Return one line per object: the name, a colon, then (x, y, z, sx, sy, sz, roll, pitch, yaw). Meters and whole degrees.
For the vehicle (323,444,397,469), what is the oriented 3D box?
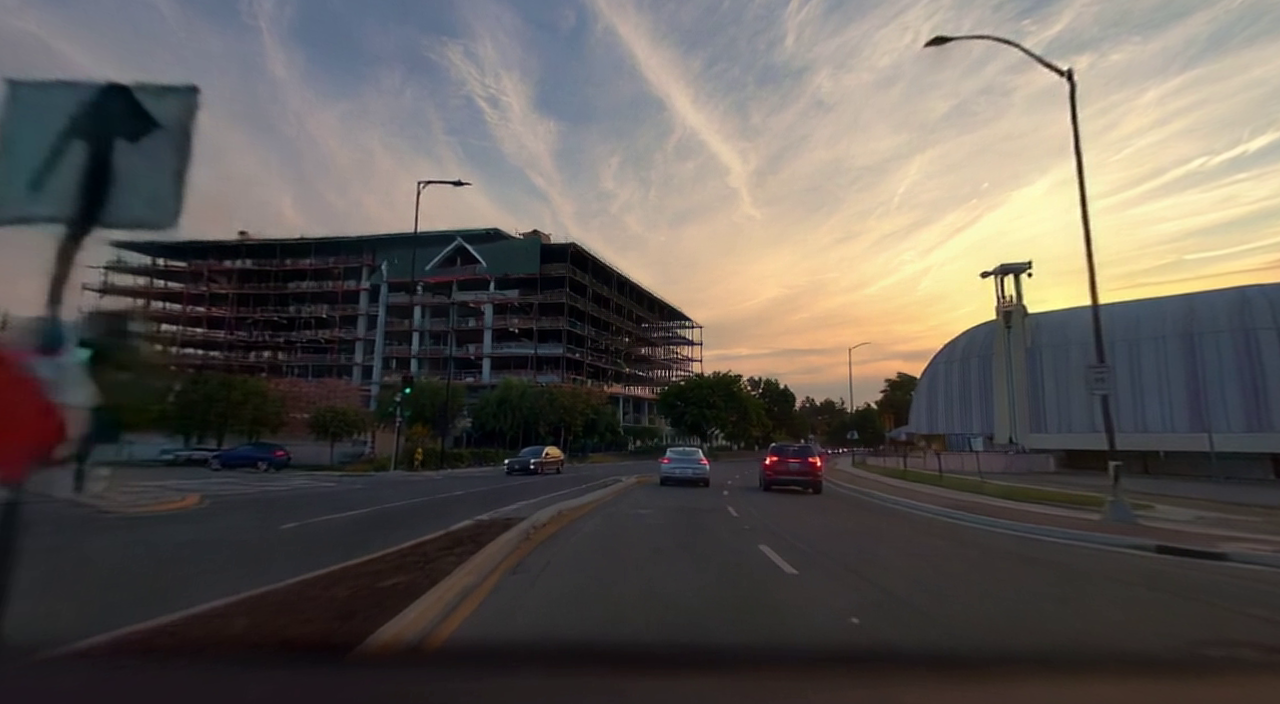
vehicle: (-20.870, 7.808, 47.017, 4.648, 1.697, 1.979, -3, -10, 13)

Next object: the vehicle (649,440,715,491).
vehicle: (1.612, 4.057, 22.754, 2.132, 1.632, 3.889, -2, -9, 7)

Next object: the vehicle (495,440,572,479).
vehicle: (-5.292, 5.446, 32.177, 2.254, 1.789, 4.736, -2, -9, 12)

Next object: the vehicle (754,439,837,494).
vehicle: (5.472, 4.091, 22.913, 2.320, 1.772, 4.872, -1, -9, 7)

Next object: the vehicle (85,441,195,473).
vehicle: (-29.875, 6.274, 37.823, 1.951, 1.743, 4.619, -6, -10, 29)

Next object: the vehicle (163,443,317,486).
vehicle: (-14.794, 4.179, 23.534, 4.351, 1.490, 2.012, 0, -9, -1)
